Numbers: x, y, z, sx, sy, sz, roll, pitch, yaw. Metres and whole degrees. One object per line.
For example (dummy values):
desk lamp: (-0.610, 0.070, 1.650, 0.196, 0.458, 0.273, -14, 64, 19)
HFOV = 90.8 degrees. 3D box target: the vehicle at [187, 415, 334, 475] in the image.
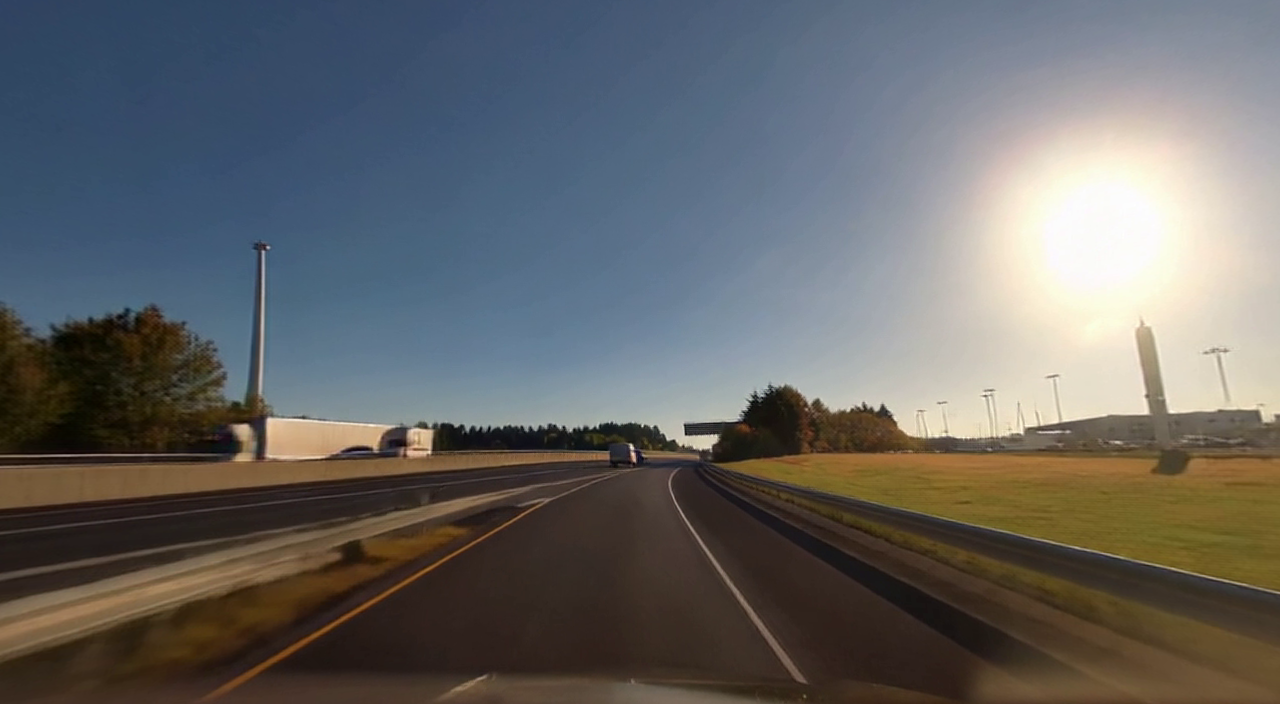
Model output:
vehicle: (-27.256, 6.882, 46.291, 2.902, 3.853, 10.705, -2, -9, 8)
